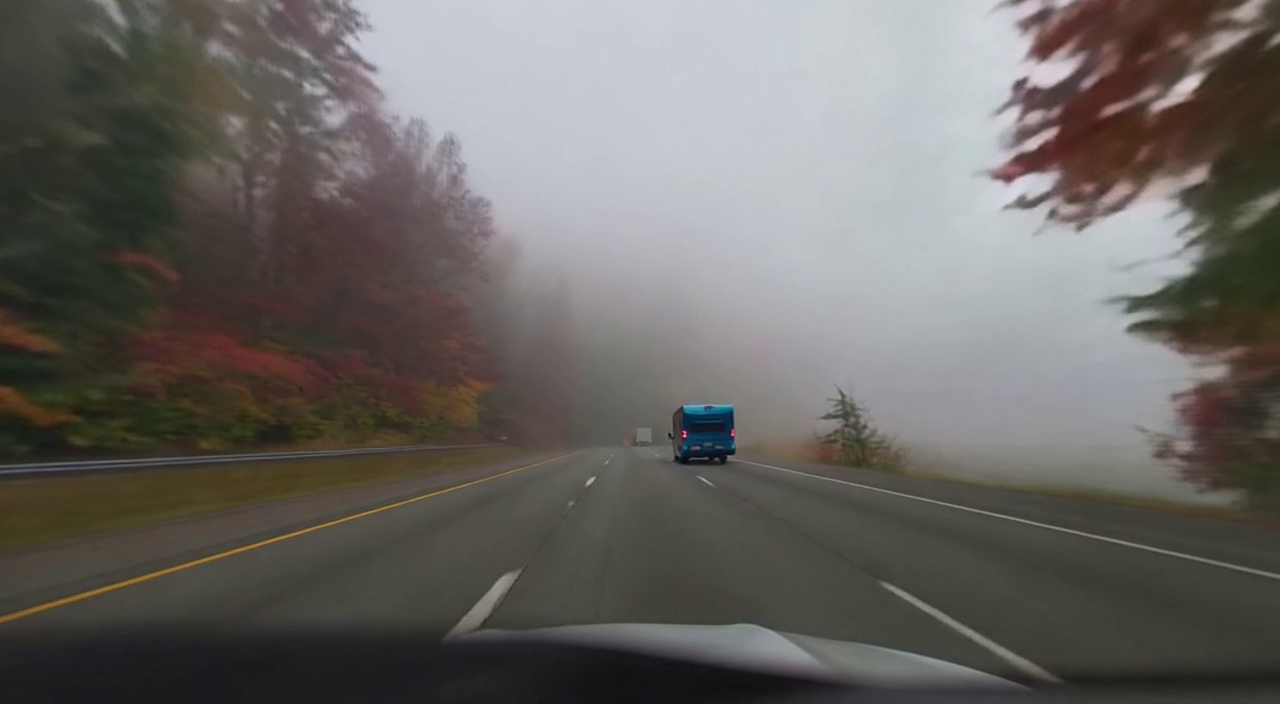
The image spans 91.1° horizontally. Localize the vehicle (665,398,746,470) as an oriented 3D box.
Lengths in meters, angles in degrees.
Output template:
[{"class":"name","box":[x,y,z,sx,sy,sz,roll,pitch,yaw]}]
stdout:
[{"class":"vehicle","box":[2.777,3.771,28.853,2.815,2.876,7.101,0,-8,-1]}]
